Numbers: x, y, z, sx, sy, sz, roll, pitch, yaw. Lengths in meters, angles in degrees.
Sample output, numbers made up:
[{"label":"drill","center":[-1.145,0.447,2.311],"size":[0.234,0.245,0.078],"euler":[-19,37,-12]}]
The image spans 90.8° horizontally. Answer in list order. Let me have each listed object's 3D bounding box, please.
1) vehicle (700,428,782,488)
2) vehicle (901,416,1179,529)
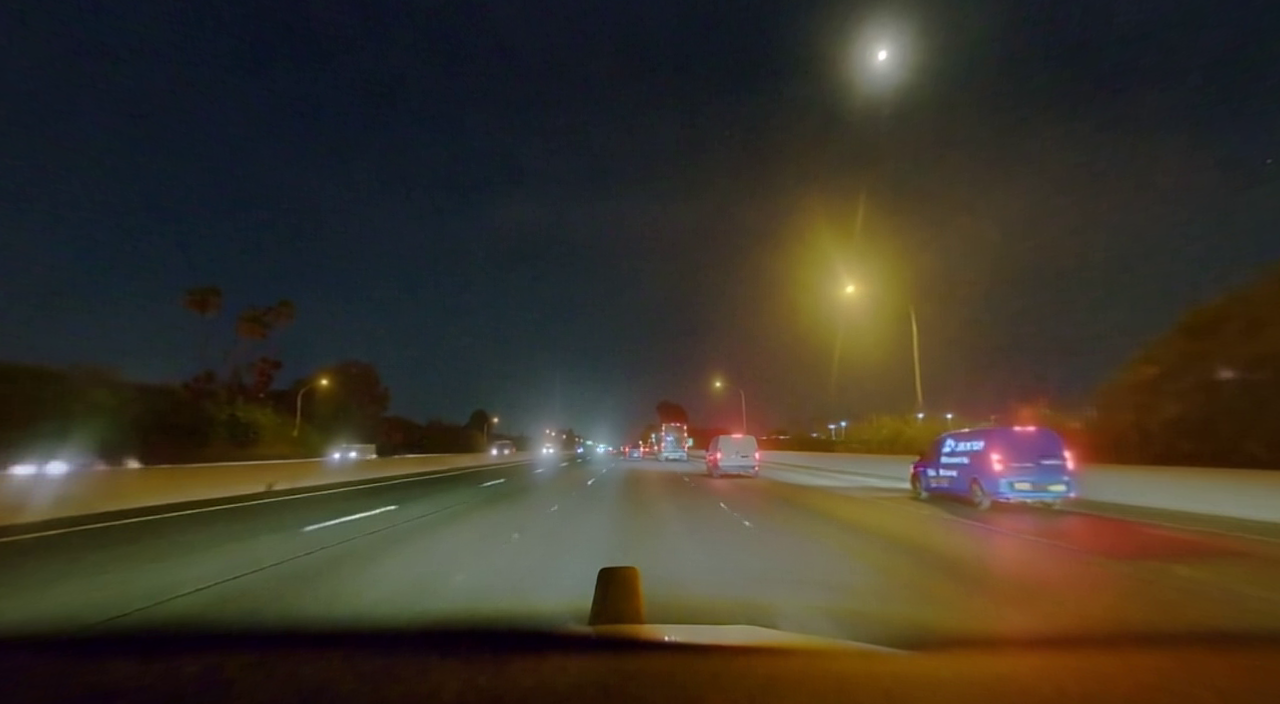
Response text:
[{"label":"vehicle","center":[3.552,3.846,23.213],"size":[2.035,1.931,4.841],"euler":[0,-9,-2]},{"label":"vehicle","center":[7.471,2.310,12.689],"size":[2.266,1.799,4.947],"euler":[0,-9,-1]}]
